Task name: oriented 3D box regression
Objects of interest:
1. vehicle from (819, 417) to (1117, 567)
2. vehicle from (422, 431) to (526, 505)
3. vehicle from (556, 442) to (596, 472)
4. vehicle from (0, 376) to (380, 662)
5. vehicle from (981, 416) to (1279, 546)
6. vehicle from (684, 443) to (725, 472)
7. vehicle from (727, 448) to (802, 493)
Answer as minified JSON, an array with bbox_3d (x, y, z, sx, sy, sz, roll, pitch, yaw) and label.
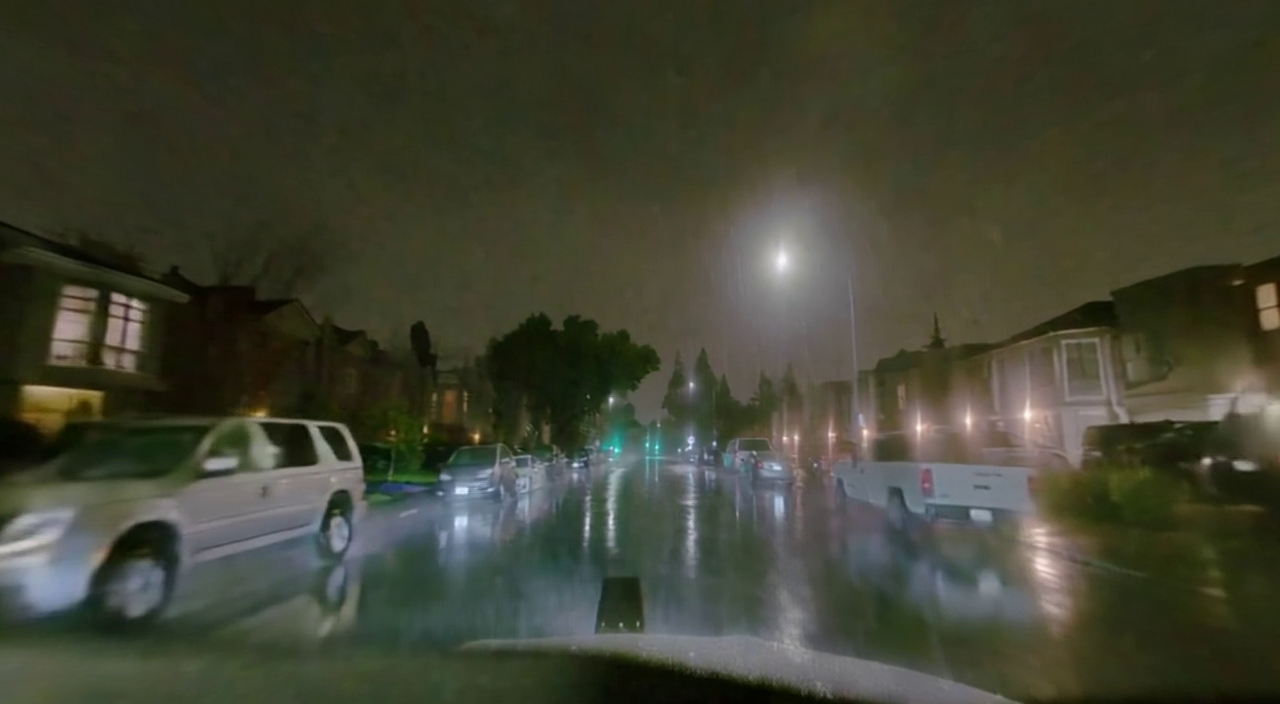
[{"bbox_3d":[5.031,2.224,11.022,2.201,1.896,5.632,0,-8,1],"label":"vehicle"},{"bbox_3d":[-4.619,3.334,18.272,2.007,1.861,4.101,0,-10,-2],"label":"vehicle"},{"bbox_3d":[-4.046,6.714,40.372,2.035,1.822,4.348,-1,-10,1],"label":"vehicle"},{"bbox_3d":[-5.143,1.605,7.055,2.319,1.902,5.526,-2,-9,-2],"label":"vehicle"},{"bbox_3d":[8.996,2.277,11.786,2.285,1.833,4.853,-1,-9,-3],"label":"vehicle"},{"bbox_3d":[4.705,7.799,47.042,2.415,1.963,5.688,0,-8,-1],"label":"vehicle"},{"bbox_3d":[4.729,4.561,24.799,1.850,1.516,5.066,0,-8,-1],"label":"vehicle"}]
